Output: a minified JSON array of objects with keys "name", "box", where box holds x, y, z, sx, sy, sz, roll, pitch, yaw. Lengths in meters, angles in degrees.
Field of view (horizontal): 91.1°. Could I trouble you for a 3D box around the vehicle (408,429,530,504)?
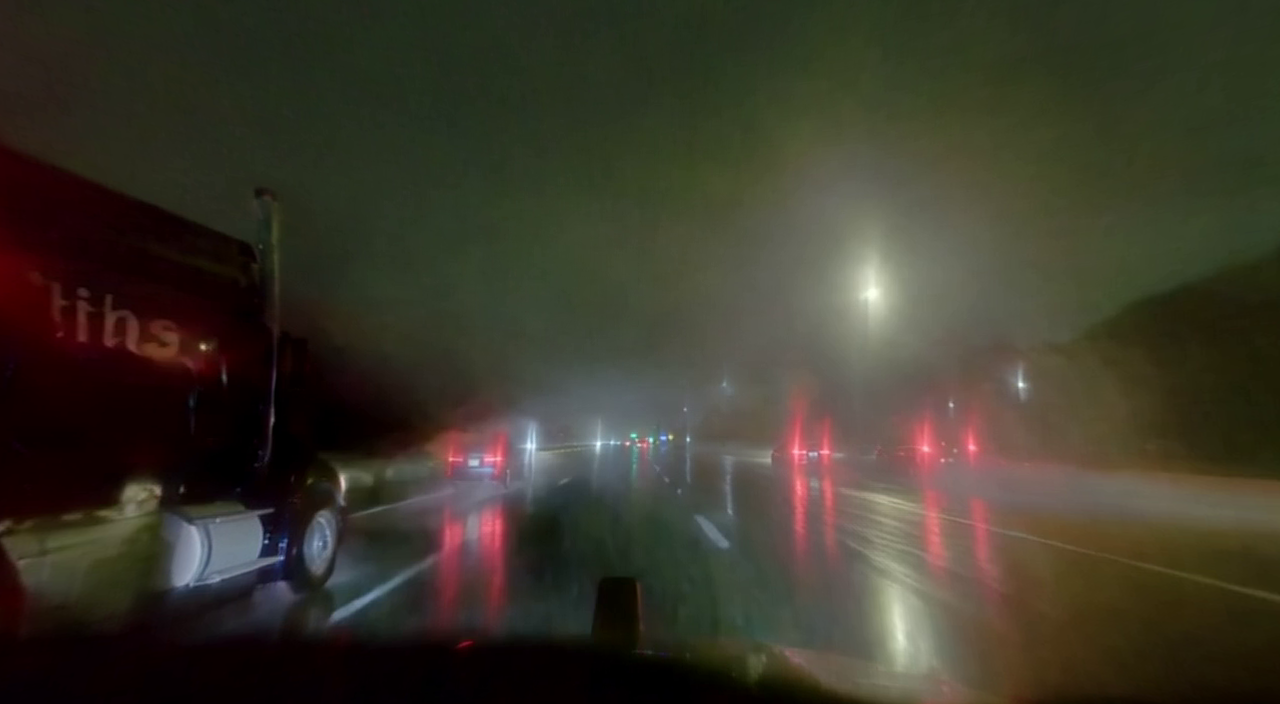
[{"name":"vehicle","box":[-4.250,2.916,16.491,2.063,1.661,4.439,1,-8,-2]}]
